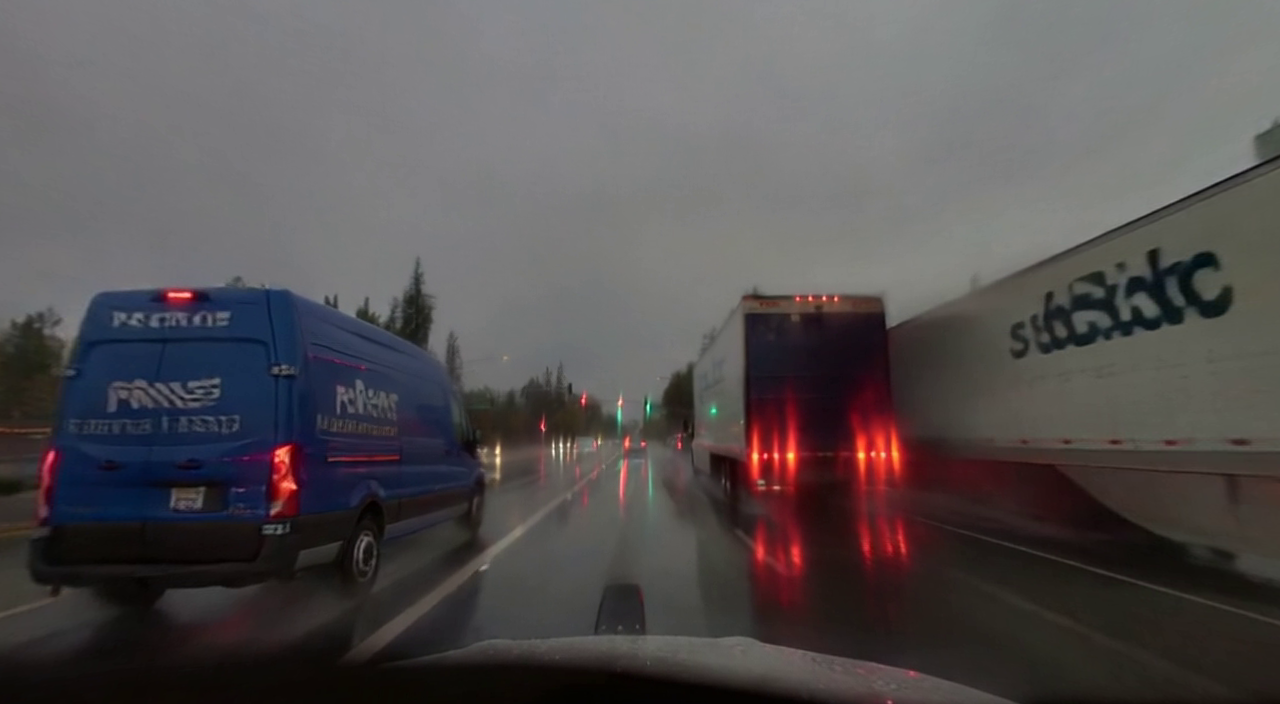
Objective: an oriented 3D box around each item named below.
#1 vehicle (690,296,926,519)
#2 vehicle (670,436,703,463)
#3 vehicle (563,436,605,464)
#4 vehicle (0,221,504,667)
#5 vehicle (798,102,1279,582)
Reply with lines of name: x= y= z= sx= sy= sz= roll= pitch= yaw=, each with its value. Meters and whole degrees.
vehicle: x=2.997 y=1.574 z=14.873 sx=2.861 sy=3.525 sz=9.858 roll=0 pitch=-9 yaw=0
vehicle: x=3.012 y=6.442 z=41.773 sx=1.869 sy=1.616 sz=4.346 roll=0 pitch=-9 yaw=0
vehicle: x=-3.720 y=6.677 z=43.092 sx=2.356 sy=1.766 sz=5.674 roll=0 pitch=-9 yaw=0
vehicle: x=-3.547 y=1.001 z=7.211 sx=2.443 sy=2.784 sz=6.493 roll=0 pitch=-9 yaw=1
vehicle: x=6.902 y=0.907 z=12.128 sx=2.941 sy=4.060 sz=16.879 roll=-4 pitch=-9 yaw=-1
